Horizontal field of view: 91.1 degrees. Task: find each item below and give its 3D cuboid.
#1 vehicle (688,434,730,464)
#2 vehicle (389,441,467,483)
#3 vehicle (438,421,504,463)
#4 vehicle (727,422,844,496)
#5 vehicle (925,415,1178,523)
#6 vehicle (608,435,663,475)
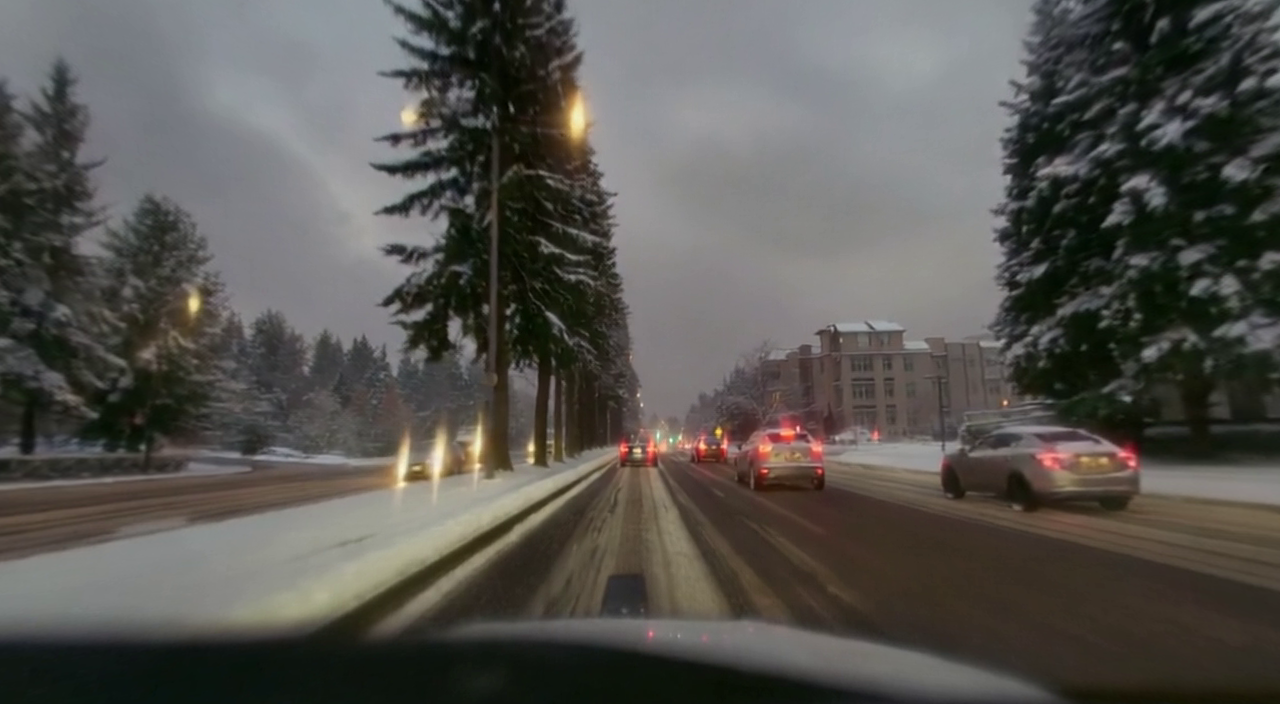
[{"bbox_3d":[4.116,5.899,38.135,1.982,1.709,4.427,0,-9,0],"label":"vehicle"},{"bbox_3d":[-7.844,4.091,23.546,1.617,1.448,3.609,0,-9,1],"label":"vehicle"},{"bbox_3d":[-10.930,5.929,41.083,2.585,2.507,5.743,0,-9,1],"label":"vehicle"},{"bbox_3d":[3.736,2.858,16.987,2.130,1.718,4.310,0,-9,0],"label":"vehicle"},{"bbox_3d":[7.643,2.221,12.377,2.008,1.714,4.407,0,-9,1],"label":"vehicle"},{"bbox_3d":[-0.141,4.266,26.122,2.111,1.506,4.018,0,-9,1],"label":"vehicle"}]
